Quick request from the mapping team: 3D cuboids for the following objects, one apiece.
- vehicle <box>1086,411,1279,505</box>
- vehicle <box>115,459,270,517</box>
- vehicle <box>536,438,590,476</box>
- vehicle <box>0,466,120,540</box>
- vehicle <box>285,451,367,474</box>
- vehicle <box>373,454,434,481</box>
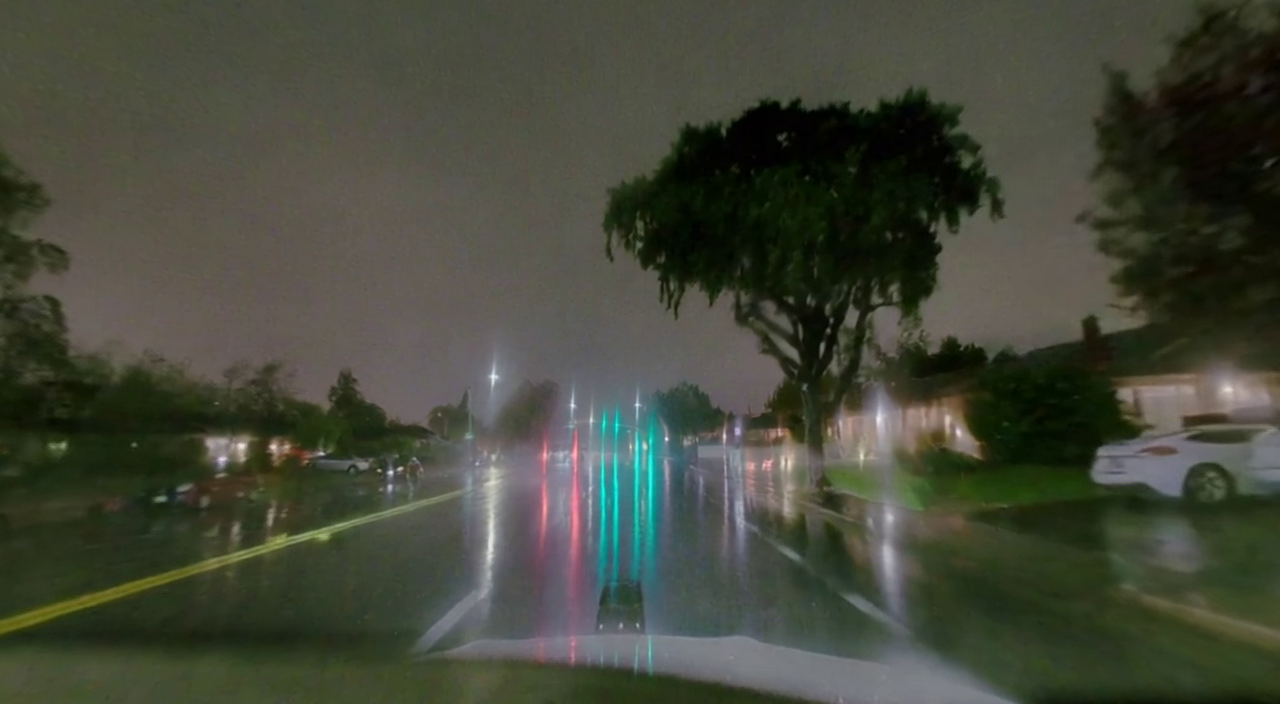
[{"bbox_3d":[10.594,1.798,10.832,4.463,1.440,1.884,0,-8,-2],"label":"vehicle"},{"bbox_3d":[-13.944,4.220,20.037,1.884,1.509,4.110,0,-8,0],"label":"vehicle"},{"bbox_3d":[-3.677,5.131,31.037,2.135,1.731,4.232,0,-9,0],"label":"vehicle"},{"bbox_3d":[-14.152,3.294,13.759,1.856,1.477,4.574,-2,-10,-2],"label":"vehicle"},{"bbox_3d":[-21.573,7.578,43.428,4.669,1.464,1.879,-1,-9,5],"label":"vehicle"},{"bbox_3d":[-14.212,6.946,38.286,1.900,1.494,4.730,0,-8,0],"label":"vehicle"}]
